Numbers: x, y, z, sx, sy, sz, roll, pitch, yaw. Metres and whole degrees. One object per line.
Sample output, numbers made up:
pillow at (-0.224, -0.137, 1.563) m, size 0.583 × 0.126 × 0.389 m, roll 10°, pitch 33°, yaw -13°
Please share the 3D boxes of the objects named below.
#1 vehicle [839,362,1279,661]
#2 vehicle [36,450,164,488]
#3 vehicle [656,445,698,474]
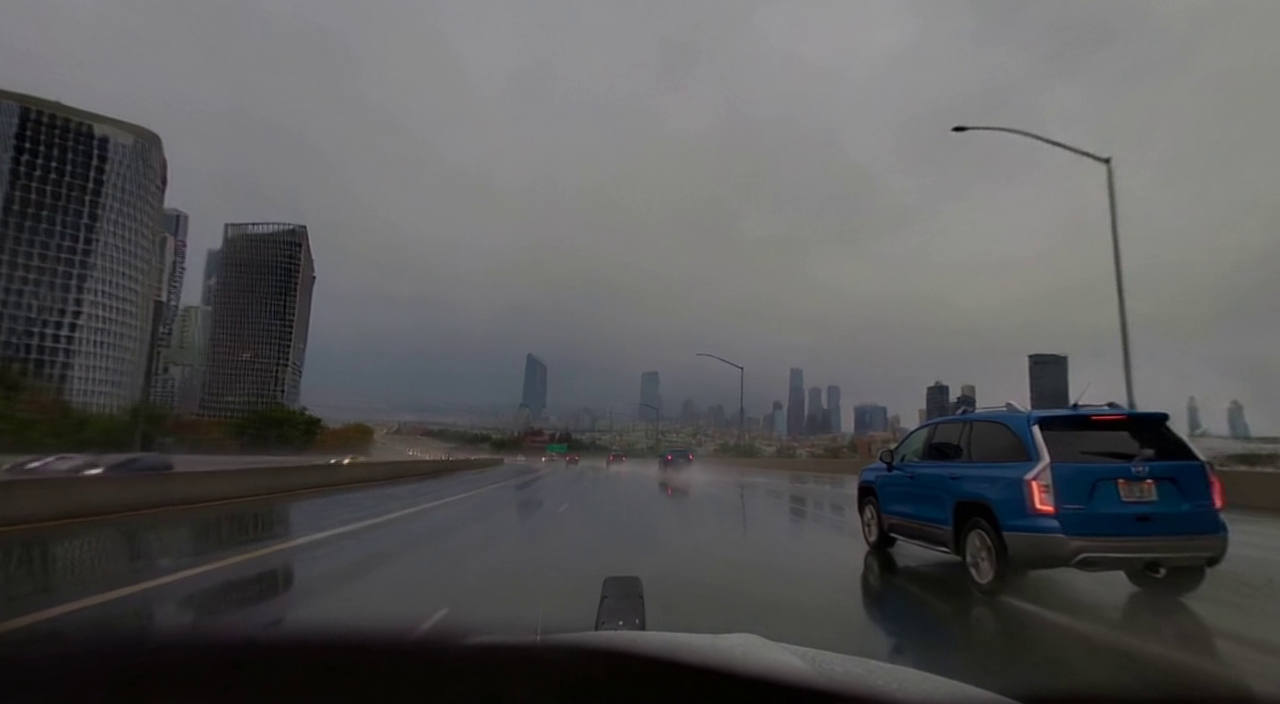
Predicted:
vehicle at (3.792, 1.305, 6.163) m, size 2.182 × 1.826 × 4.392 m, roll 0°, pitch -9°, yaw -1°
vehicle at (-25.477, 5.488, 30.084) m, size 1.984 × 1.647 × 4.811 m, roll 0°, pitch -9°, yaw -2°
vehicle at (2.376, 7.078, 41.928) m, size 2.110 × 1.780 × 4.682 m, roll 0°, pitch -9°, yaw -5°
